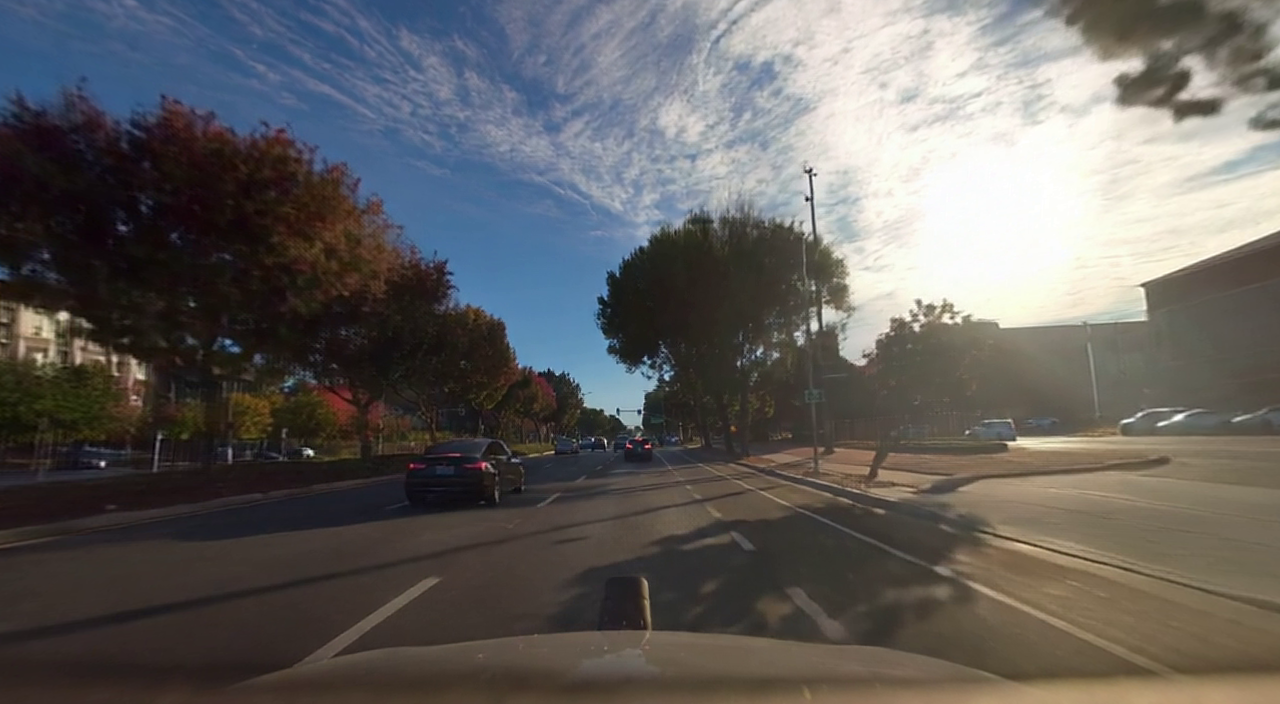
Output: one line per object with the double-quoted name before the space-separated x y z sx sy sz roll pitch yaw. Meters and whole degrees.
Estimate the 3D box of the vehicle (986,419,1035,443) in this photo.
"vehicle" 24.404 5.257 41.657 1.741 1.416 3.831 -3 -9 15

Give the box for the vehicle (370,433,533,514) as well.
"vehicle" -3.838 2.566 13.904 1.942 1.462 4.905 0 -8 2

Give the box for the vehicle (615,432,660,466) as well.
"vehicle" -0.125 5.036 32.848 2.199 1.652 4.101 0 -8 -1

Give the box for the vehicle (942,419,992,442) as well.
"vehicle" 21.914 5.325 42.447 1.833 1.471 4.656 -2 -9 13
